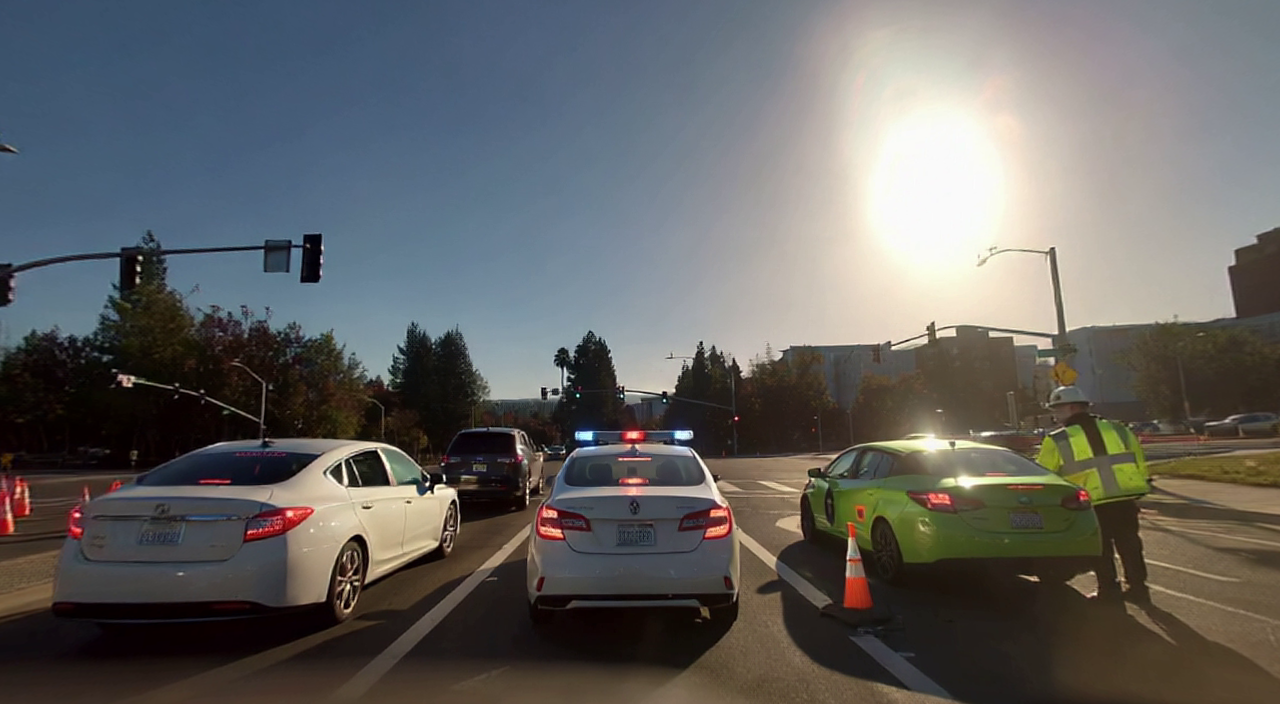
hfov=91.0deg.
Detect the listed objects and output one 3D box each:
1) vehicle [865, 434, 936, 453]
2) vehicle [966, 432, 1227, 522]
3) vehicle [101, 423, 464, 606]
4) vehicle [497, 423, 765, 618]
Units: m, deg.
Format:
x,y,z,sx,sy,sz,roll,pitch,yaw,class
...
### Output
x,y,z,sx,sy,sz,roll,pitch,yaw,class
20.614,7.255,49.909,4.827,1.484,1.883,0,-9,0,vehicle
9.375,2.578,13.595,1.957,1.576,4.670,0,-9,-3,vehicle
-3.600,1.676,7.390,1.863,1.526,4.006,0,-8,1,vehicle
-0.113,1.625,7.093,2.061,1.486,4.332,0,-8,-1,vehicle
